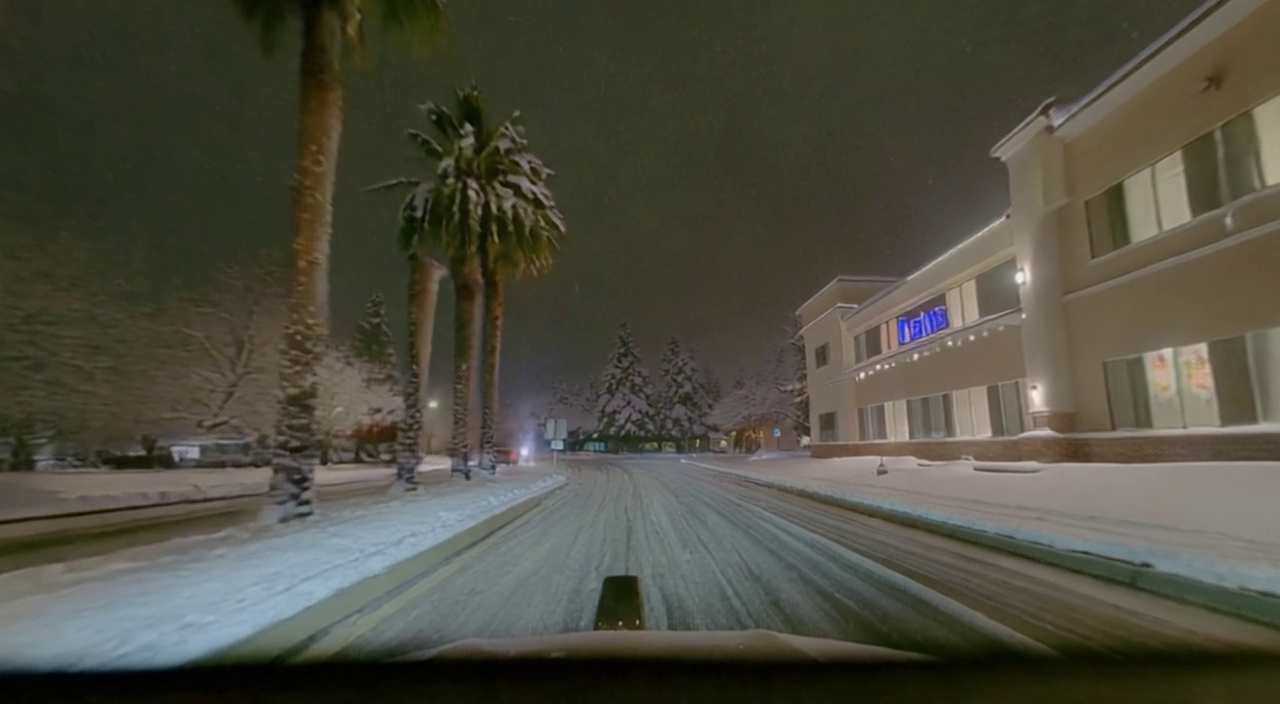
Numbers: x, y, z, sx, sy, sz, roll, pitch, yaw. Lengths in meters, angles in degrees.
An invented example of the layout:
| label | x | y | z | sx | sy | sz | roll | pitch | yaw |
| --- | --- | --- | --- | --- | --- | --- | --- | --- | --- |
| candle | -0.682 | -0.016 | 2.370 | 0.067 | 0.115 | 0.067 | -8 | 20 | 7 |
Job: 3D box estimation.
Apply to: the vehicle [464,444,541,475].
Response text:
| label | x | y | z | sx | sy | sz | roll | pitch | yaw |
| --- | --- | --- | --- | --- | --- | --- | --- | --- | --- |
| vehicle | -8.799 | 6.839 | 40.350 | 4.651 | 1.863 | 2.174 | -6 | -11 | 34 |

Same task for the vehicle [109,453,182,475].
| label | x | y | z | sx | sy | sz | roll | pitch | yaw |
| --- | --- | --- | --- | --- | --- | --- | --- | --- | --- |
| vehicle | -36.776 | 8.312 | 47.168 | 1.919 | 1.502 | 4.695 | 1 | -9 | -4 |
